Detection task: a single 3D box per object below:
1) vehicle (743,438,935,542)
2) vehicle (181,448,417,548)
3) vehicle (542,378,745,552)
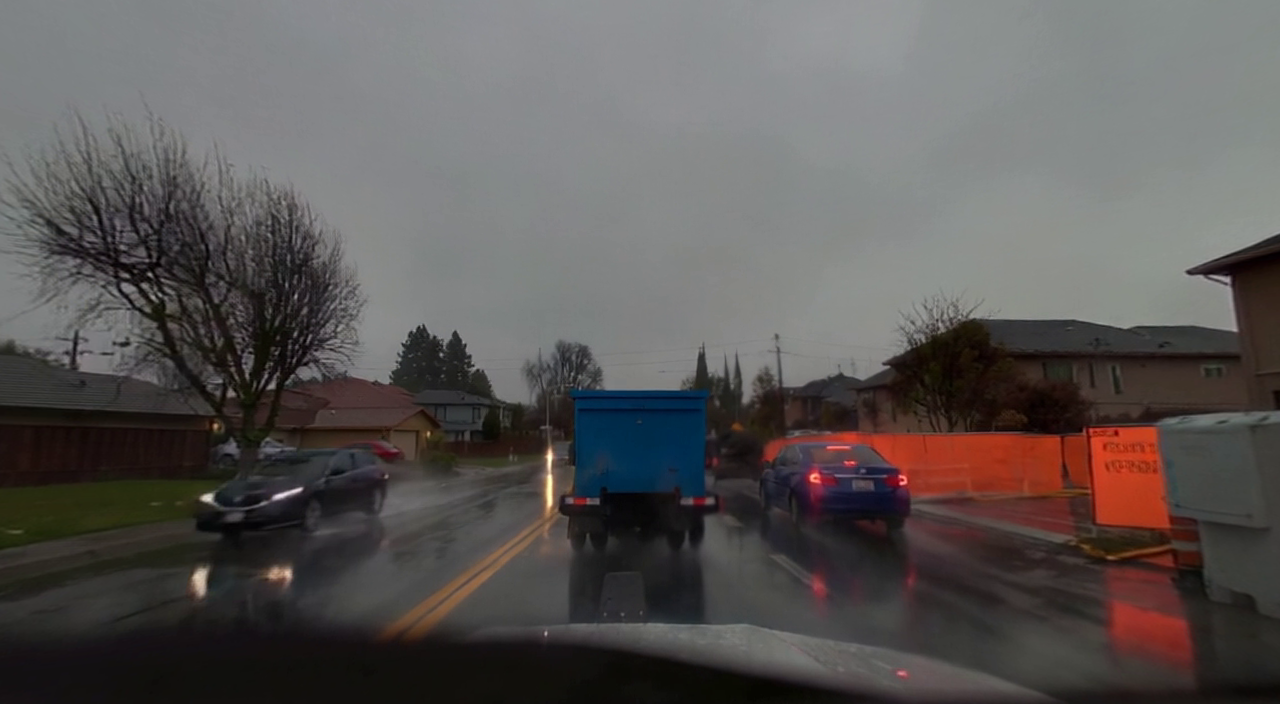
[{"bbox_3d":[3.303,2.370,11.545,2.010,1.499,4.481,0,-8,-1],"label":"vehicle"},{"bbox_3d":[-6.138,2.625,12.089,1.953,1.528,4.492,0,-8,1],"label":"vehicle"},{"bbox_3d":[0.089,2.006,11.784,2.751,2.361,6.347,0,-8,1],"label":"vehicle"}]
